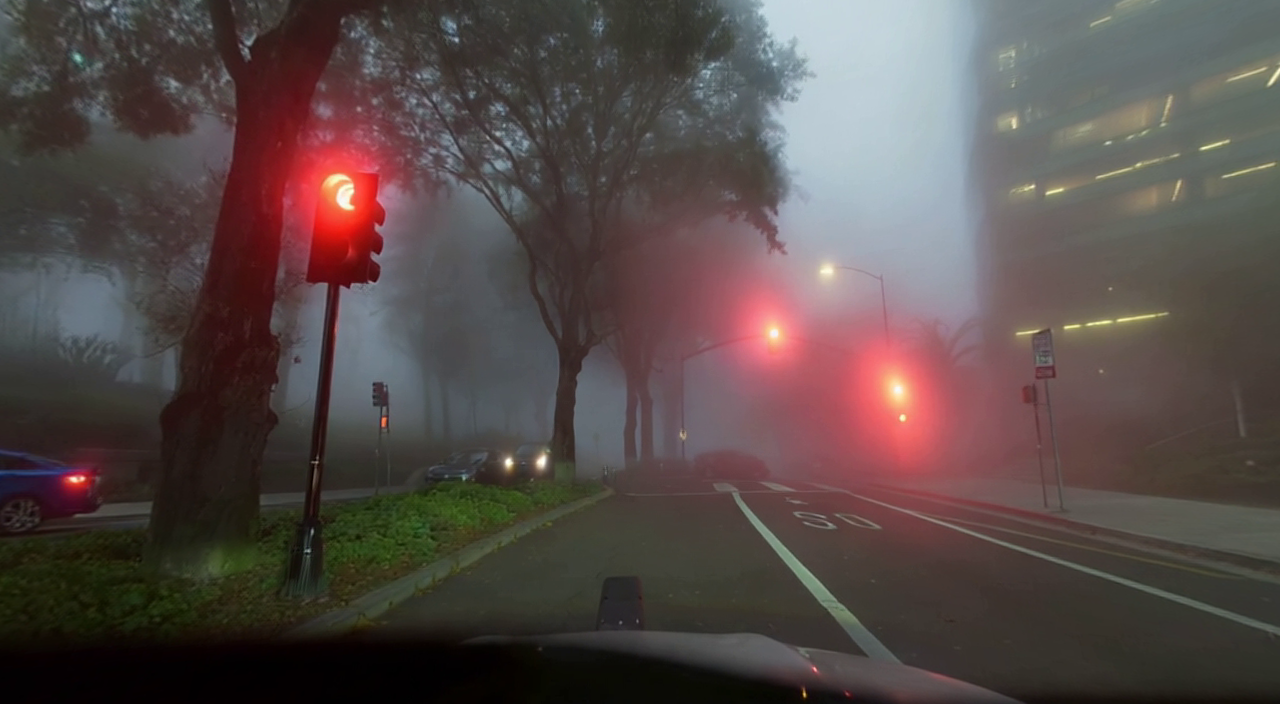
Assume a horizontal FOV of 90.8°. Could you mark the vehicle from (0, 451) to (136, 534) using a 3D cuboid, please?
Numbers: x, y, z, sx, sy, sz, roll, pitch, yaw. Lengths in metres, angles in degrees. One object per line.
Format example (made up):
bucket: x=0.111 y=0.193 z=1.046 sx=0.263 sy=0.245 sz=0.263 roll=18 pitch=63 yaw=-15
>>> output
vehicle: x=-12.858 y=2.713 z=12.275 sx=4.598 sy=1.490 sz=1.816 roll=7 pitch=-11 yaw=-40

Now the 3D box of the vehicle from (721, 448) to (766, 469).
vehicle: x=7.861 y=8.122 z=48.419 sx=1.829 sy=1.440 sz=4.384 roll=2 pitch=-9 yaw=-14
